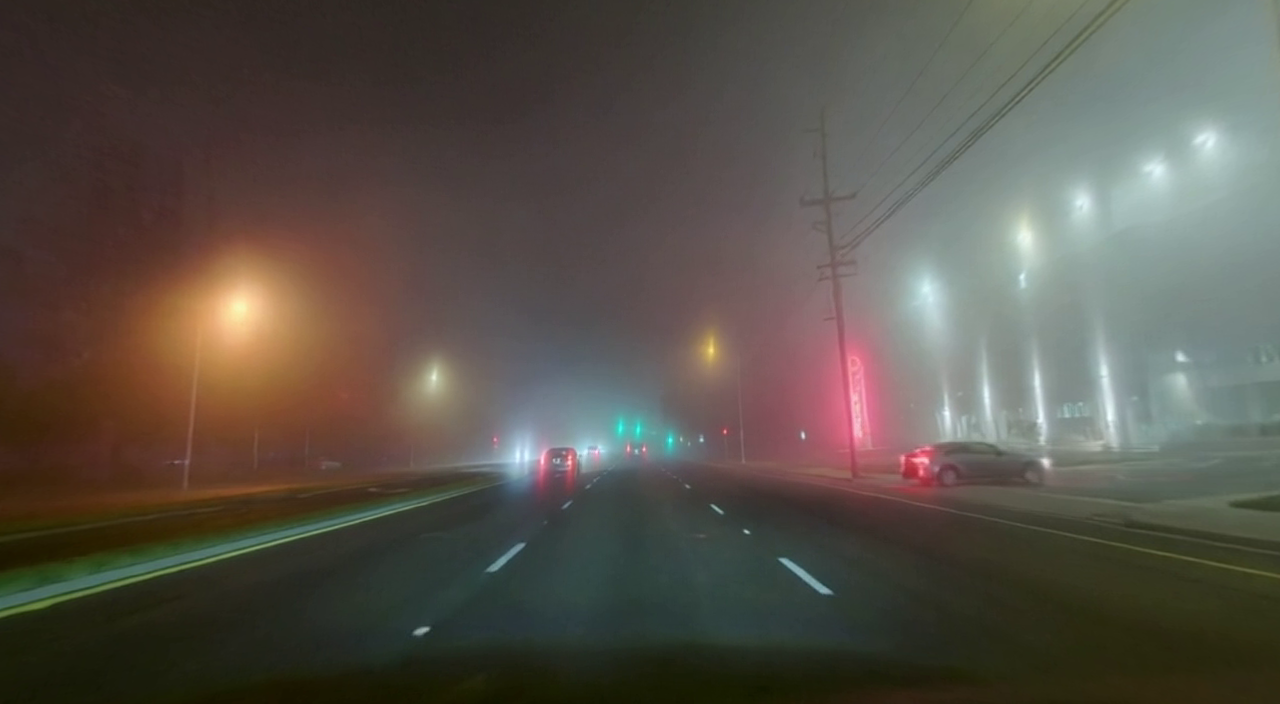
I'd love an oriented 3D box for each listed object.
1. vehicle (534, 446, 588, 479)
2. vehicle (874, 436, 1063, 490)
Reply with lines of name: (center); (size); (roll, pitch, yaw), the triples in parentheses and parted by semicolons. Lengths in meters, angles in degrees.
vehicle: (-3.719, 5.279, 30.368); (2.076, 1.444, 4.328); (0, -9, 0)
vehicle: (10.268, 3.473, 19.928); (4.885, 1.576, 2.024); (1, -9, -6)
